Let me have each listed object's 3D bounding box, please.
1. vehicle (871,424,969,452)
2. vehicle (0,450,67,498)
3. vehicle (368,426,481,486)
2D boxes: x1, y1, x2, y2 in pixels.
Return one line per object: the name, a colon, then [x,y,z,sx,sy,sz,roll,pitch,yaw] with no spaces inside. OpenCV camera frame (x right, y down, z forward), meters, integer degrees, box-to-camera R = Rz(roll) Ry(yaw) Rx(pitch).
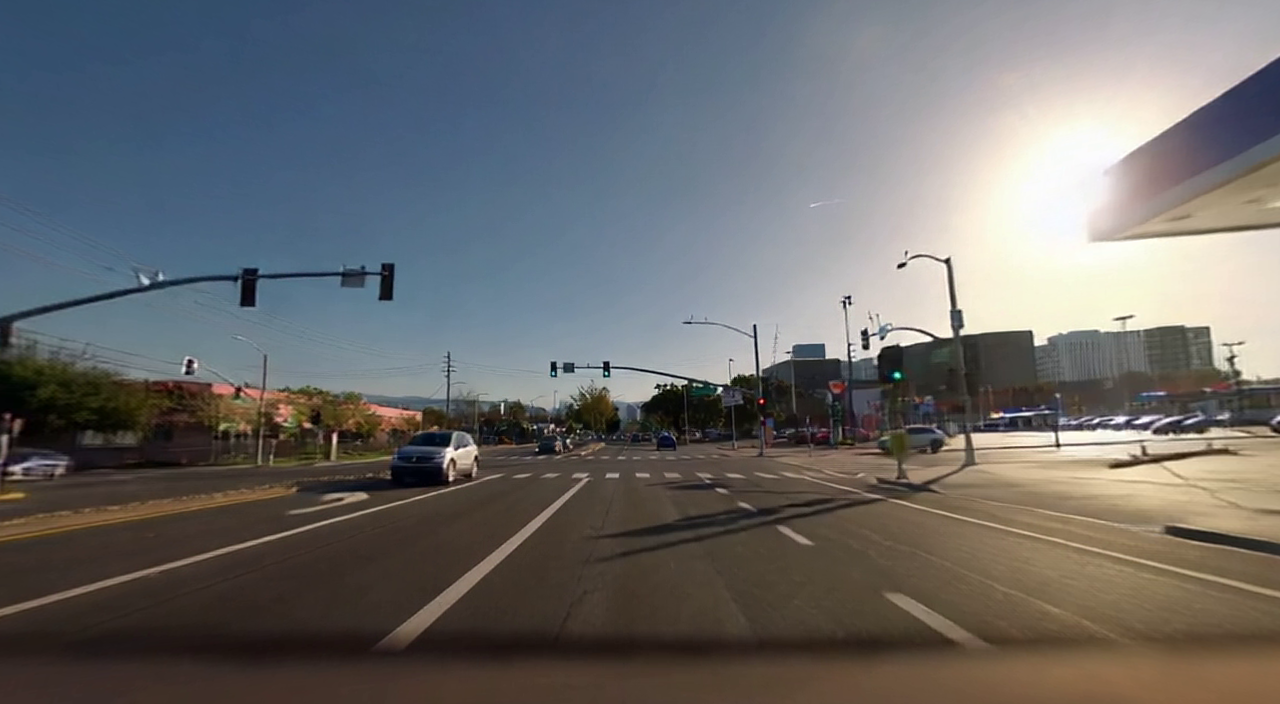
vehicle: [16.340,5.062,37.053,4.727,1.585,2.066,0,-8,1]
vehicle: [-21.703,4.133,21.769,1.927,1.457,4.444,5,-9,-30]
vehicle: [-6.743,3.314,20.387,2.074,1.692,4.333,0,-8,1]
